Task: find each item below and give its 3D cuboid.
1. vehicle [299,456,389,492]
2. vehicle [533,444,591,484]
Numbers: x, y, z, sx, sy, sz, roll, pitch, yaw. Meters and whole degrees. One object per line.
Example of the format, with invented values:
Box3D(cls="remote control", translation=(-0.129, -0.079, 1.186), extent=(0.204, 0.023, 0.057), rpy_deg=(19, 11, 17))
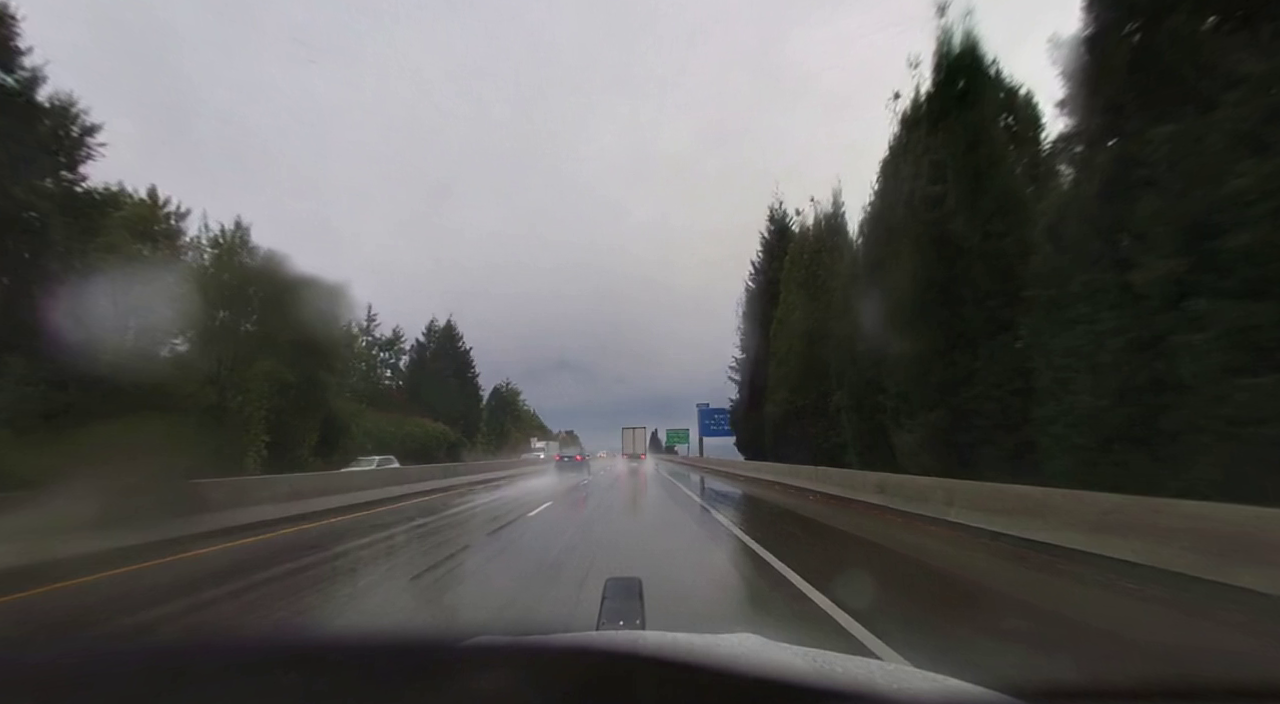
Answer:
Box3D(cls="vehicle", translation=(-13.038, 5.365, 28.129), extent=(1.806, 1.426, 4.451), rpy_deg=(0, -9, 1))
Box3D(cls="vehicle", translation=(-3.495, 5.152, 29.210), extent=(2.081, 1.682, 4.425), rpy_deg=(0, -9, 1))
